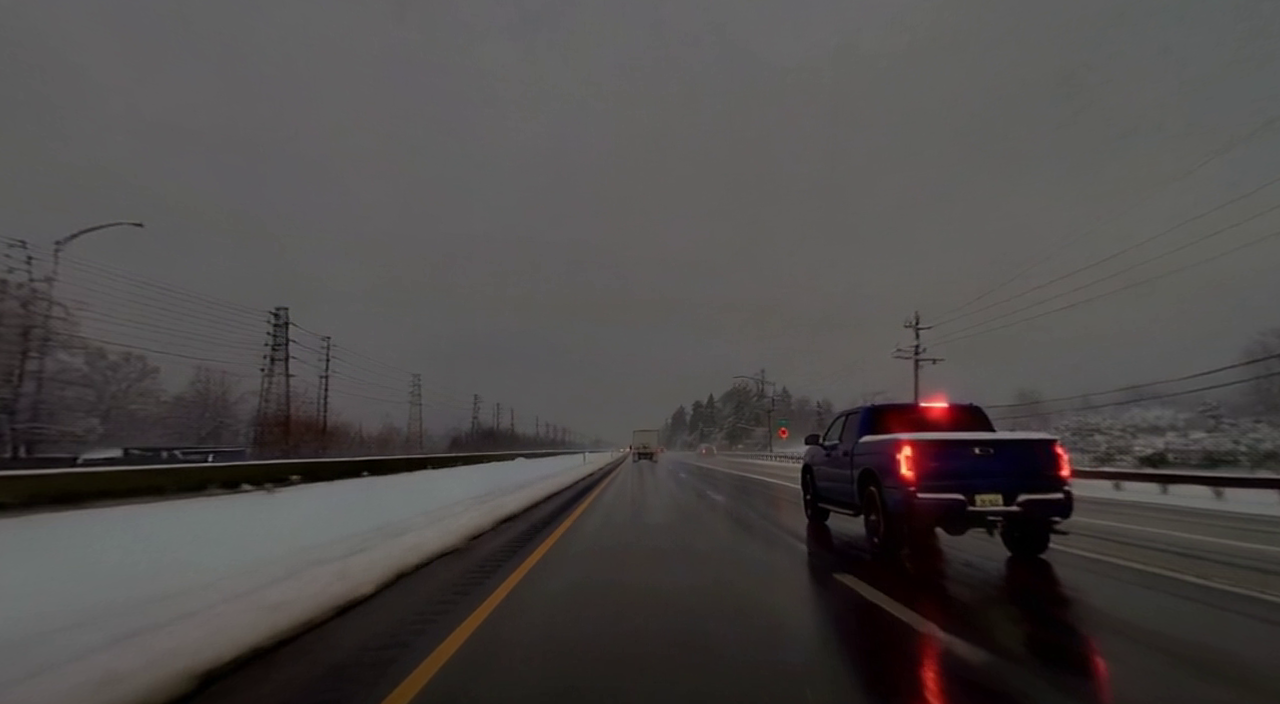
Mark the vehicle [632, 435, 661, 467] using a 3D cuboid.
[{"bbox_3d":[0.458,7.433,47.478,2.099,2.260,4.899,0,-9,0],"label":"vehicle"}]

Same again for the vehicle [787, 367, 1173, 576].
[{"bbox_3d":[4.184,1.653,9.439,2.594,2.155,5.670,0,-9,0],"label":"vehicle"}]
